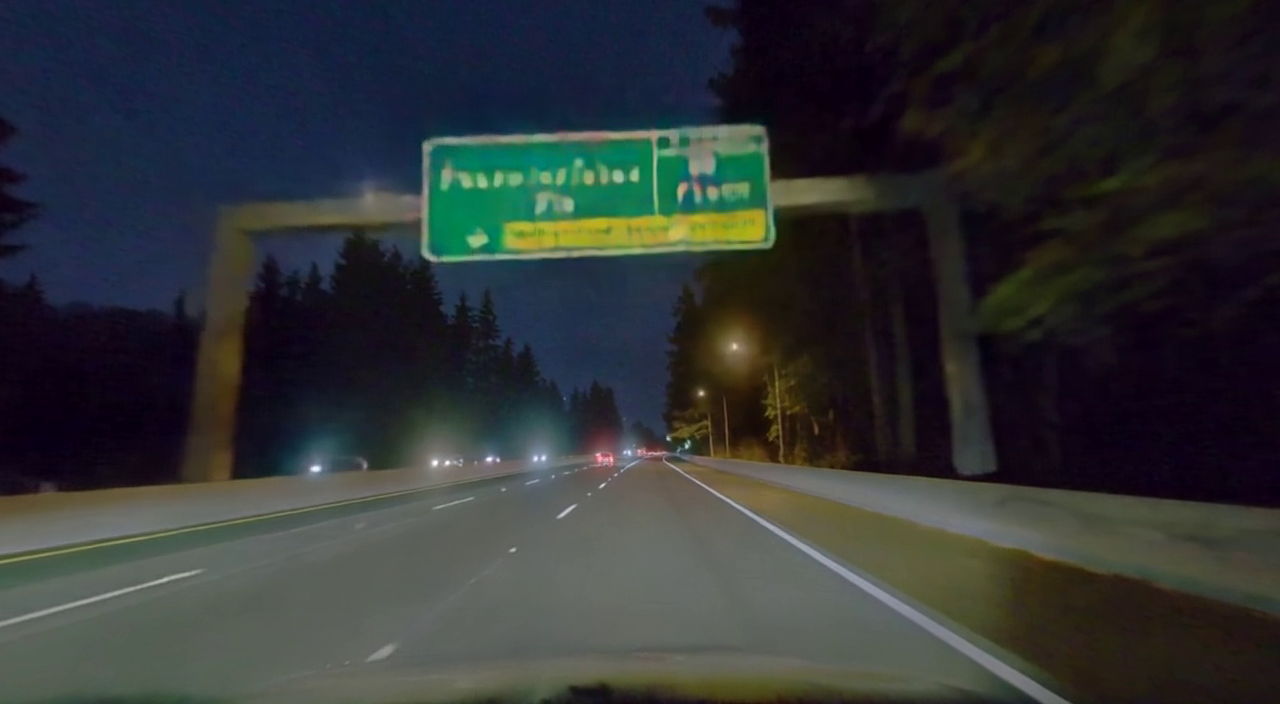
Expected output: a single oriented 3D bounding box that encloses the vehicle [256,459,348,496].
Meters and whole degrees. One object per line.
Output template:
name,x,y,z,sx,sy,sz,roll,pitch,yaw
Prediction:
vehicle,-15.231,5.660,28.511,1.880,1.482,3.978,0,-9,1
